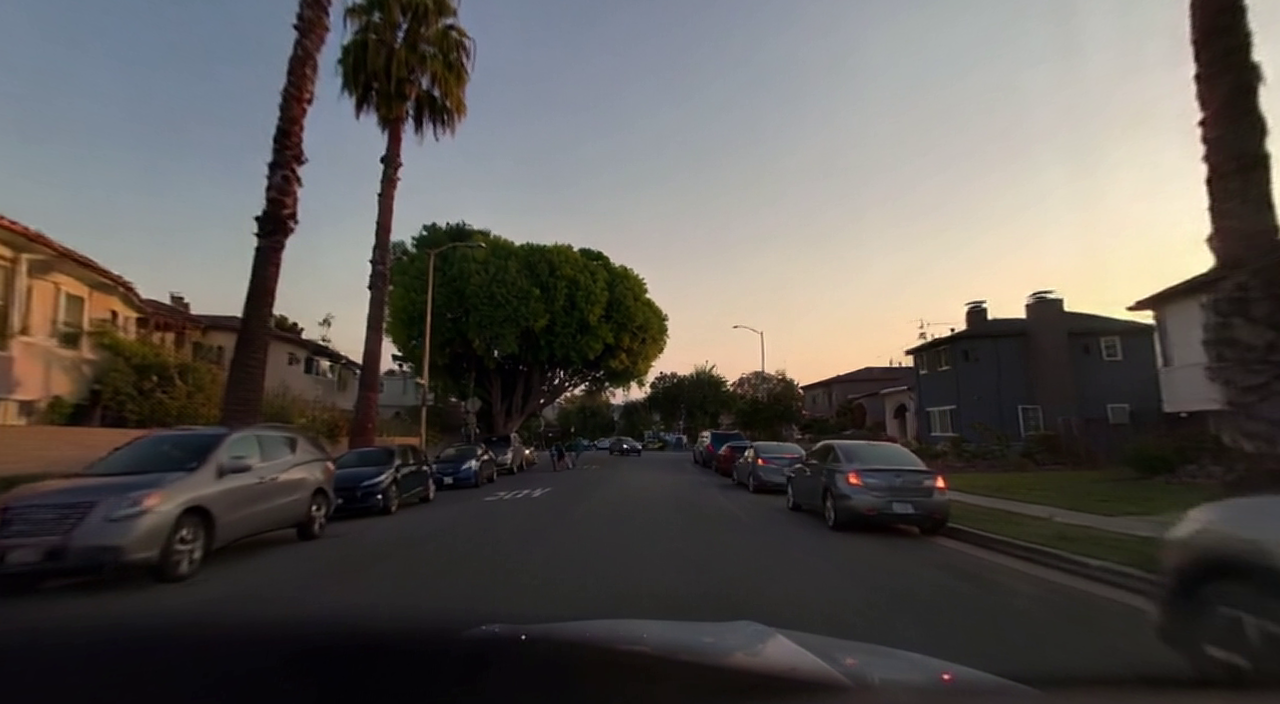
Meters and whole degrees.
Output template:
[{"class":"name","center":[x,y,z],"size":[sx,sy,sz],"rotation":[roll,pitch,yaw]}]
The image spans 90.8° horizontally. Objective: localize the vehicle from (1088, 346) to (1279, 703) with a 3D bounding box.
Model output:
[{"class":"vehicle","center":[3.857,0.699,1.455],"size":[2.116,1.817,4.652],"rotation":[0,-8,-1]}]

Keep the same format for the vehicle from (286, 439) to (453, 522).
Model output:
[{"class":"vehicle","center":[-5.788,2.774,14.266],"size":[1.849,1.531,4.562],"rotation":[0,-8,-1]}]

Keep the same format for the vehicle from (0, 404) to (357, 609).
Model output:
[{"class":"vehicle","center":[-5.710,1.779,8.316],"size":[1.963,1.859,4.884],"rotation":[0,-8,-4]}]

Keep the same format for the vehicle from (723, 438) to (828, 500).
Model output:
[{"class":"vehicle","center":[3.752,3.304,18.387],"size":[1.958,1.485,4.819],"rotation":[2,-8,0]}]

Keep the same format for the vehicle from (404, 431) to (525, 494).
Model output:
[{"class":"vehicle","center":[-5.709,3.687,21.555],"size":[2.316,1.808,5.876],"rotation":[0,-8,1]}]

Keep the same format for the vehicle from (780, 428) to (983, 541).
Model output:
[{"class":"vehicle","center":[4.072,2.290,11.561],"size":[1.998,1.649,4.175],"rotation":[0,-8,-1]}]
